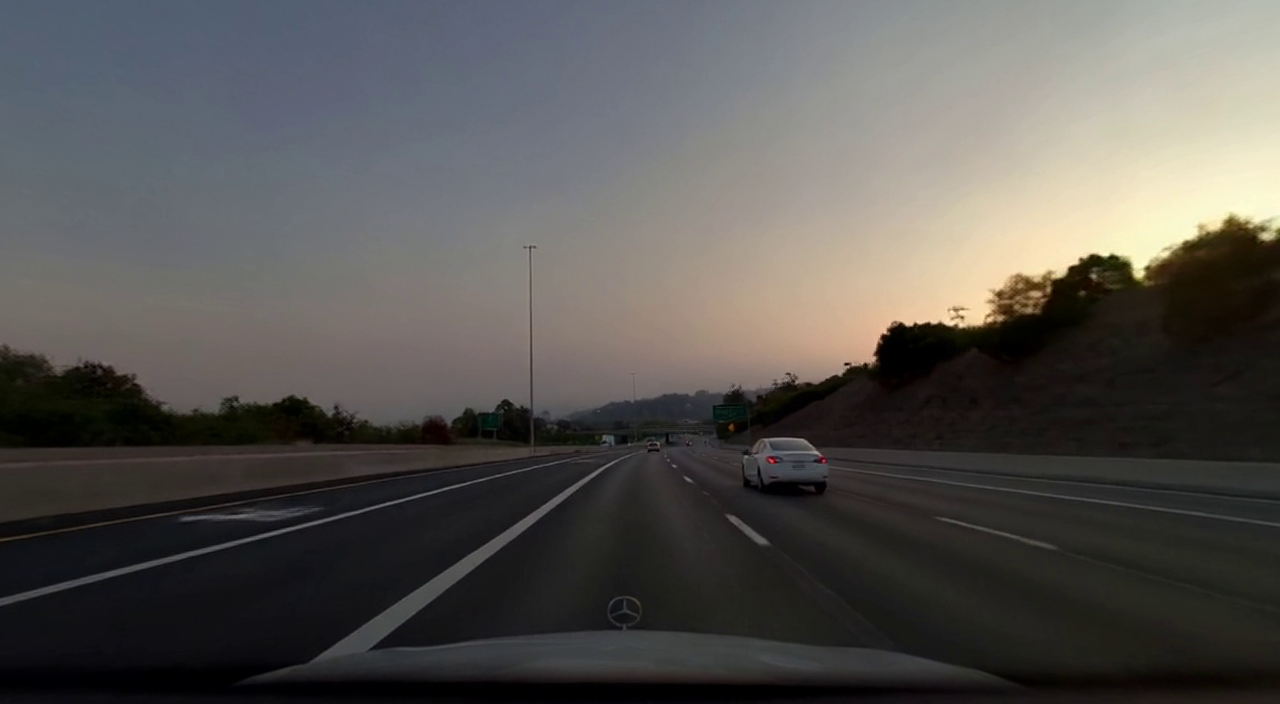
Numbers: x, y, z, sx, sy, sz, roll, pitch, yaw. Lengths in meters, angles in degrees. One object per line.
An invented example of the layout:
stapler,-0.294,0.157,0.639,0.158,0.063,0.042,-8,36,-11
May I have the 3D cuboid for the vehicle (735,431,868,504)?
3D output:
vehicle,3.701,2.737,15.429,1.999,1.492,4.673,0,-8,0
